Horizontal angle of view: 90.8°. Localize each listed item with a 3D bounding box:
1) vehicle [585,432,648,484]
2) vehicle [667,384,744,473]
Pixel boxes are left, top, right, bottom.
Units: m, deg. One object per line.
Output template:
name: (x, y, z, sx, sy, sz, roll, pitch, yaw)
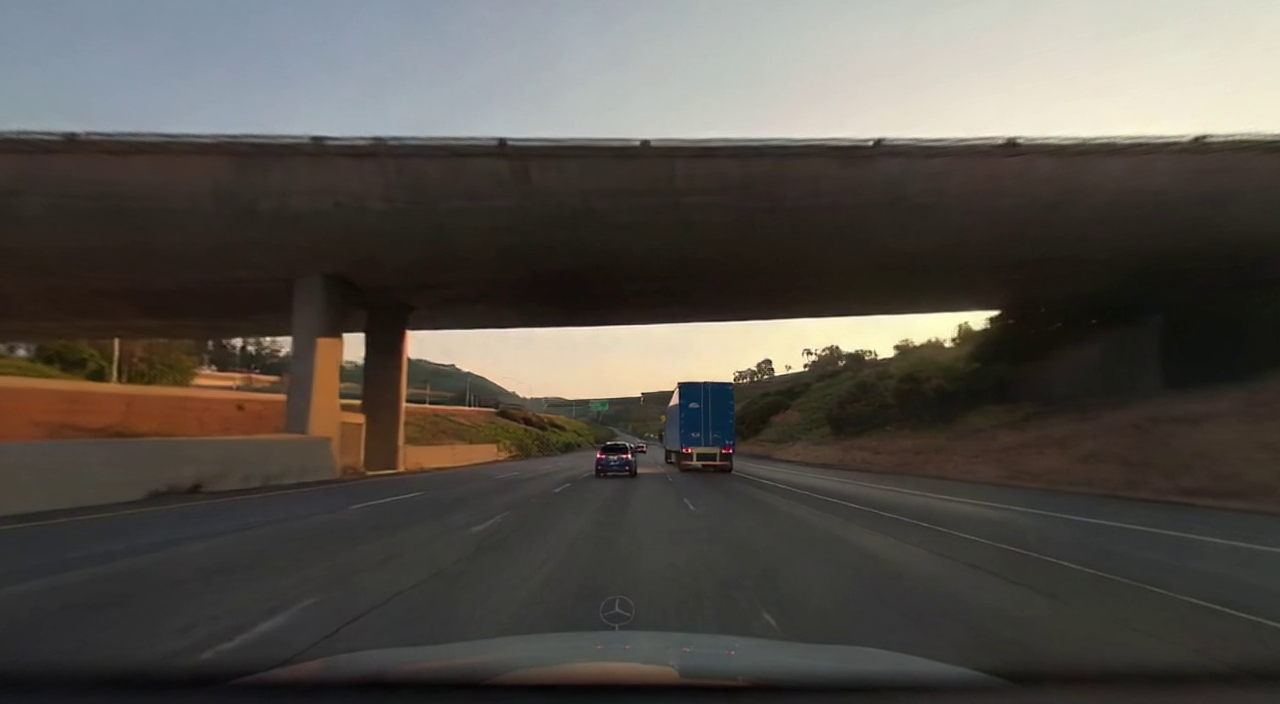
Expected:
vehicle: (-0.749, 3.884, 23.306, 2.077, 1.716, 4.514, 0, -9, 1)
vehicle: (3.193, 4.222, 33.839, 2.964, 4.063, 10.072, 0, -9, 0)
